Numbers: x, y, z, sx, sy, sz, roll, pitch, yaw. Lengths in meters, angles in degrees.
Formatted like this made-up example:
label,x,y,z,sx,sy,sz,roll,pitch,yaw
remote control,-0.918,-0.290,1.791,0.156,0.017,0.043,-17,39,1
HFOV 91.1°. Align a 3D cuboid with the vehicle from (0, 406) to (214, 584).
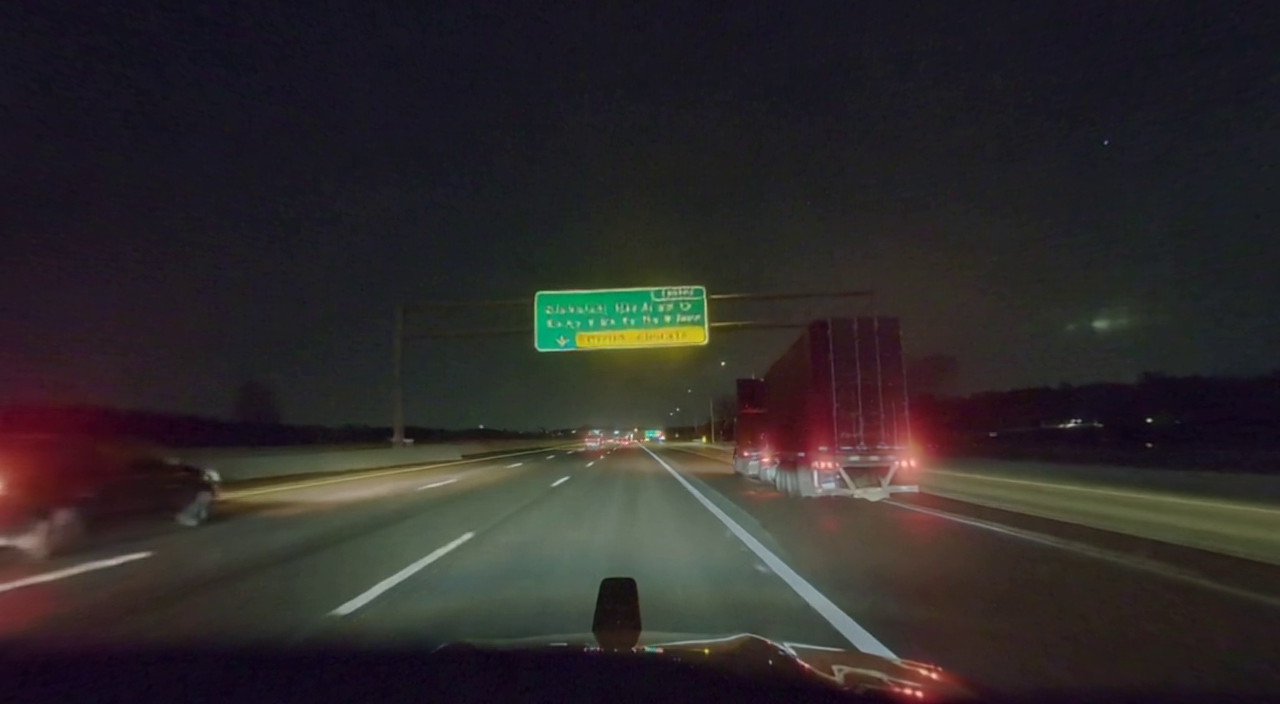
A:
label,x,y,z,sx,sy,sz,roll,pitch,yaw
vehicle,-7.068,1.425,6.478,2.111,1.662,4.630,0,-8,-1
